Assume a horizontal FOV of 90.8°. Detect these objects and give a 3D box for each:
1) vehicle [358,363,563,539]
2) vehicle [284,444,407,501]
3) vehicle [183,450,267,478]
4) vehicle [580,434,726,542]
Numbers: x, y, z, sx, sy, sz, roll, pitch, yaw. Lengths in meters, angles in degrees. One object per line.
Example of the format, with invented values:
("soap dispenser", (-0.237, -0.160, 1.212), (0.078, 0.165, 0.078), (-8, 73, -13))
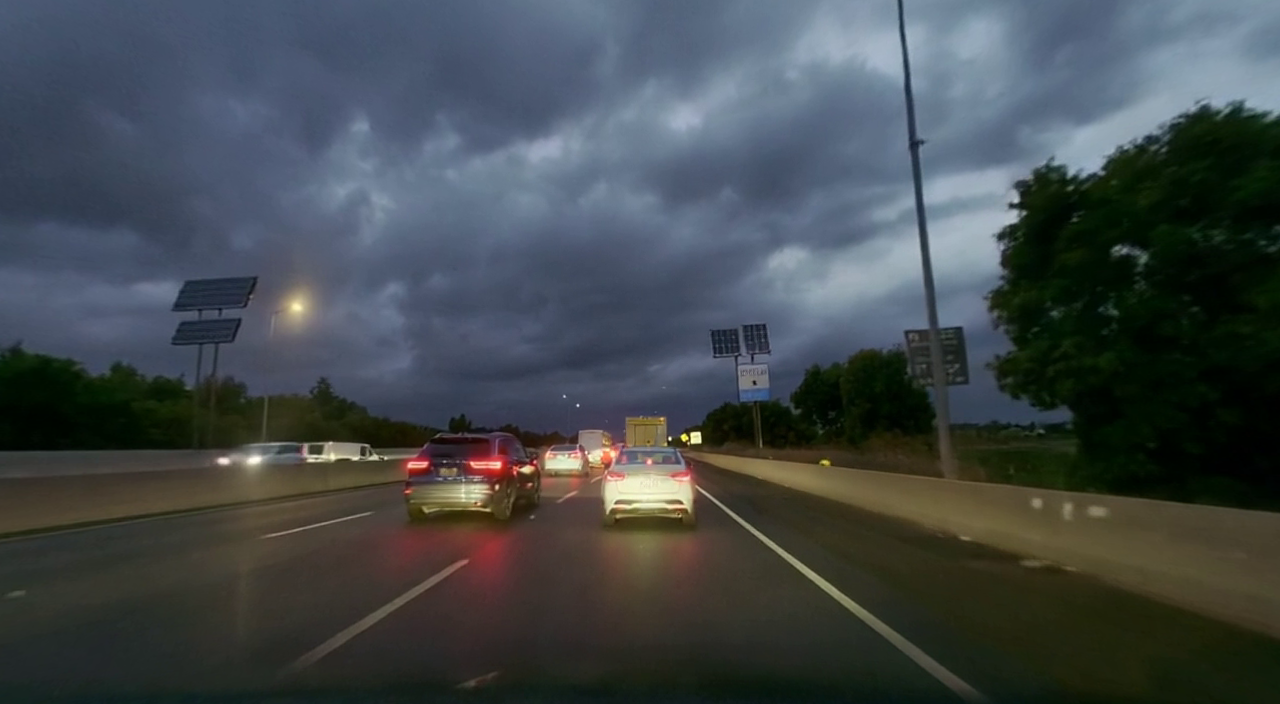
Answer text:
("vehicle", (-3.231, 2.064, 13.384), (2.289, 2.757, 6.726), (0, -9, 1))
("vehicle", (-8.477, 3.476, 18.527), (1.876, 1.482, 3.539), (0, -9, 0))
("vehicle", (-22.987, 6.219, 35.154), (1.790, 1.438, 4.160), (0, -9, 1))
("vehicle", (0.173, 2.194, 10.732), (2.063, 1.507, 3.488), (0, -9, 0))
